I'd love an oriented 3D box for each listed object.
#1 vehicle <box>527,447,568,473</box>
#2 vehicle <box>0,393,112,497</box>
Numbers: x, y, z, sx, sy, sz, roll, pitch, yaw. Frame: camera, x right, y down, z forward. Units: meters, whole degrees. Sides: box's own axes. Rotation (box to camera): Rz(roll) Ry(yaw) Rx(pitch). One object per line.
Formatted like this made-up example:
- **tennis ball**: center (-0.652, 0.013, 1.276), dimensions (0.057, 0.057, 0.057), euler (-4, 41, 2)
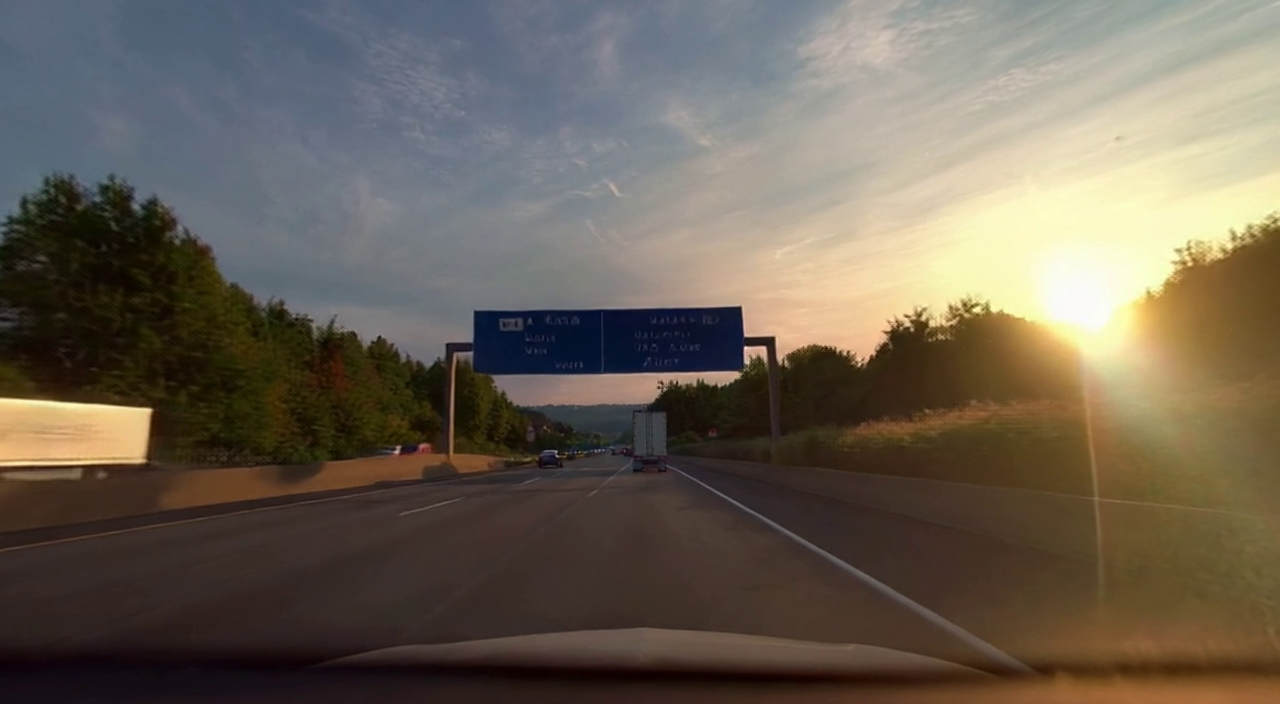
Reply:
- **vehicle**: center (-6.430, 7.579, 44.409), dimensions (2.119, 1.754, 4.404), euler (0, -9, 1)
- **vehicle**: center (-23.885, 3.159, 21.436), dimensions (3.032, 3.588, 10.037), euler (0, -9, 0)
